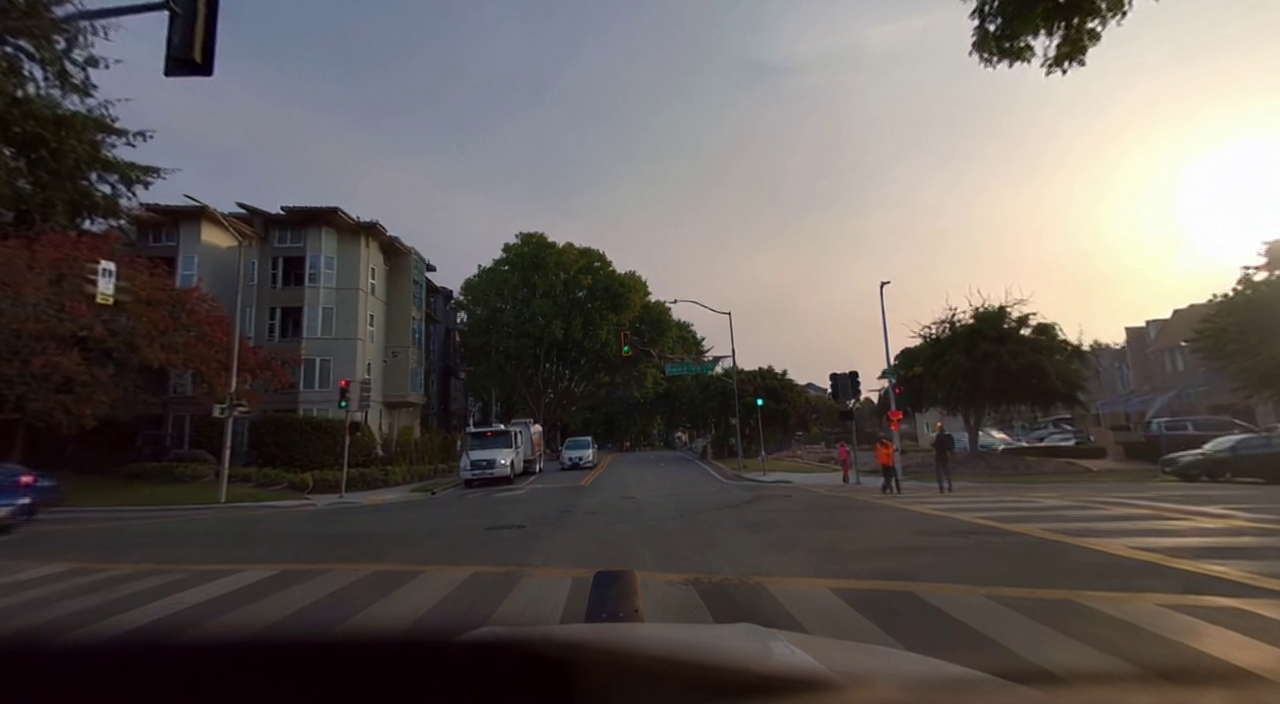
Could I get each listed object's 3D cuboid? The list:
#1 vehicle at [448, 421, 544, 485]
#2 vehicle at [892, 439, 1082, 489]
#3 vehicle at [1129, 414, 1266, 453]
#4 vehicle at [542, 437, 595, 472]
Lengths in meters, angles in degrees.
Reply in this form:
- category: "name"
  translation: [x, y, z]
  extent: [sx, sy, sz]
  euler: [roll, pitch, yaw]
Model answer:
- category: "vehicle"
  translation: [-6.468, 4.689, 29.609]
  extent: [2.896, 2.560, 7.322]
  euler: [0, -8, -1]
- category: "vehicle"
  translation: [11.235, 3.642, 20.830]
  extent: [5.158, 1.470, 2.012]
  euler: [-5, -10, 27]
- category: "vehicle"
  translation: [33.295, 4.924, 37.887]
  extent: [5.969, 2.225, 2.458]
  euler: [0, -9, -4]
- category: "vehicle"
  translation: [-3.665, 5.369, 33.328]
  extent: [2.302, 1.708, 4.764]
  euler: [0, -8, 0]
